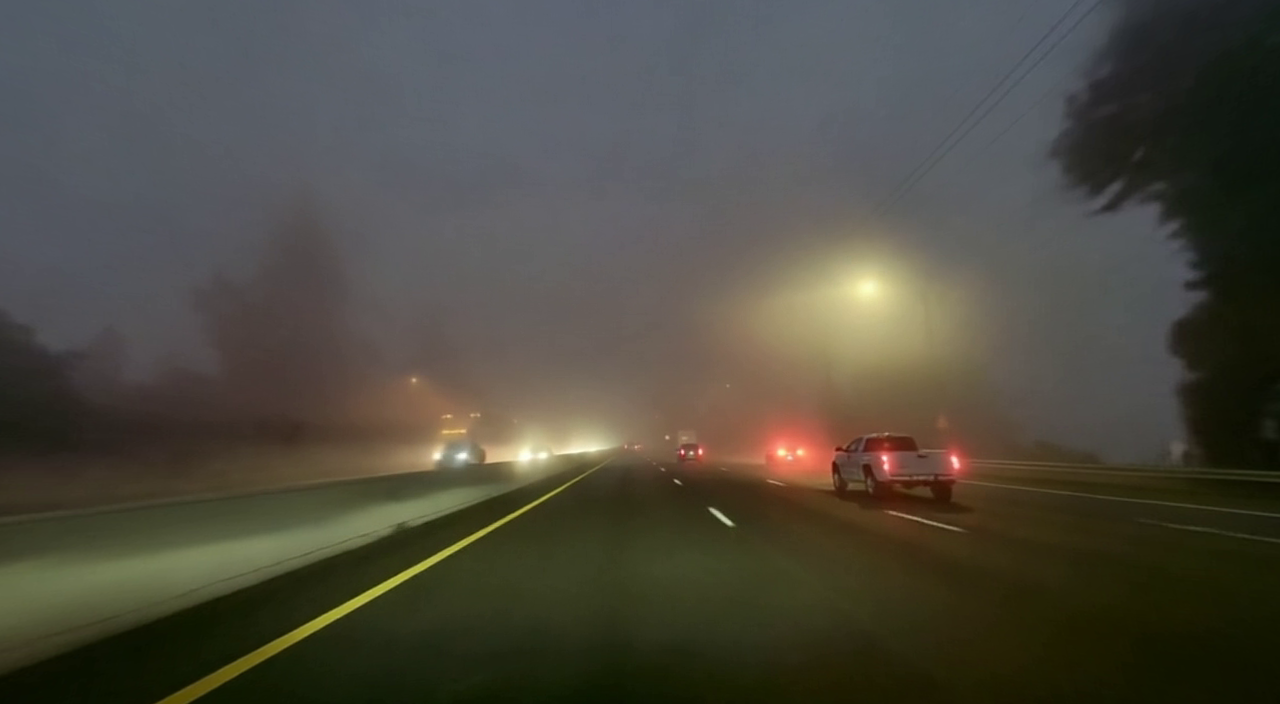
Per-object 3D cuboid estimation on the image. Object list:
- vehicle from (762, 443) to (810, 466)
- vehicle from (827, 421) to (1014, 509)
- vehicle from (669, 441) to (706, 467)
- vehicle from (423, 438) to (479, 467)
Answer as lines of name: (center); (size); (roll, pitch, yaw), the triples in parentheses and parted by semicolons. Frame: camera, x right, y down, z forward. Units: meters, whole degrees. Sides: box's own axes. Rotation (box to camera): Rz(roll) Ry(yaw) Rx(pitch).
vehicle: (10.264, 7.257, 44.906); (1.987, 1.502, 5.130); (0, -8, -2)
vehicle: (6.785, 2.807, 16.230); (2.244, 1.858, 5.414); (0, -8, -1)
vehicle: (3.075, 6.755, 41.984); (2.018, 1.600, 4.121); (0, -8, -2)
vehicle: (-11.649, 6.250, 39.322); (2.029, 1.681, 4.607); (0, -8, 0)
